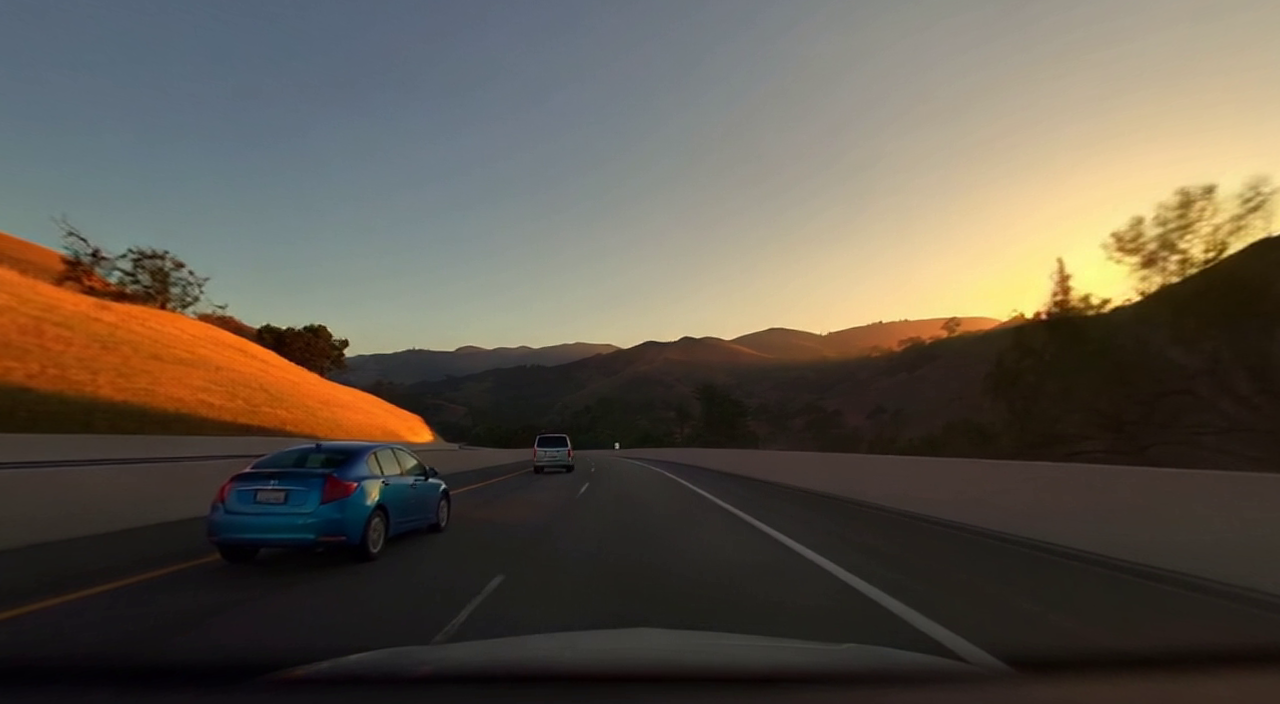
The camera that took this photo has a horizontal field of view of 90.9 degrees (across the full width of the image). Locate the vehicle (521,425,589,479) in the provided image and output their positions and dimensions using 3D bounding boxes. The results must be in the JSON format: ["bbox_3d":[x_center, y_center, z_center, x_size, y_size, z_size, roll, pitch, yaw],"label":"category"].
[{"bbox_3d":[-3.732,4.543,28.834,2.444,2.204,5.568,0,-8,-1],"label":"vehicle"}]

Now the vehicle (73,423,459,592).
[{"bbox_3d":[-4.056,1.755,8.064,2.097,1.511,4.585,0,-8,0],"label":"vehicle"}]
